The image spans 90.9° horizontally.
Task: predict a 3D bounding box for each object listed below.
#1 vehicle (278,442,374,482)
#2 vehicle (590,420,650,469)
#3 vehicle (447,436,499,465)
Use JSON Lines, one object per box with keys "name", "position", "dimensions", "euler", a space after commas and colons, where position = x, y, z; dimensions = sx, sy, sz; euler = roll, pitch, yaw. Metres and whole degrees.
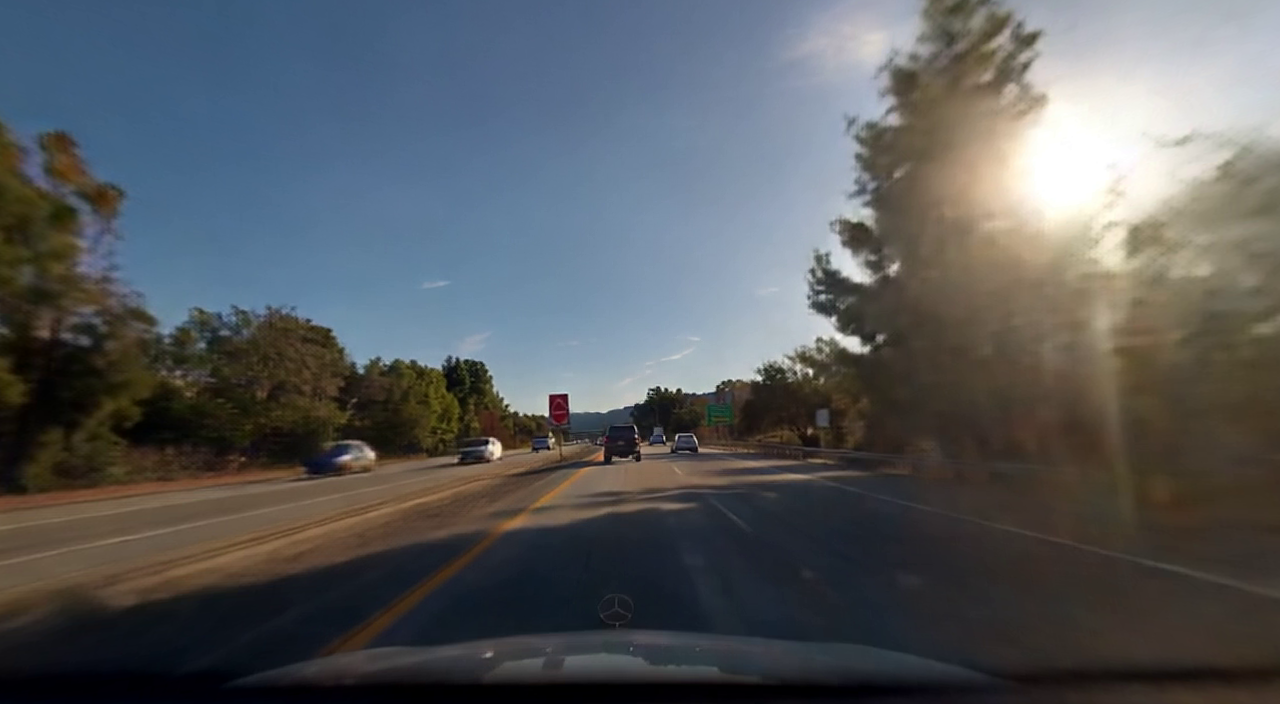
{"name": "vehicle", "position": [-13.486, 4.712, 27.362], "dimensions": [2.098, 1.554, 4.068], "euler": [0, -8, -1]}
{"name": "vehicle", "position": [-0.905, 4.219, 28.951], "dimensions": [2.503, 2.044, 4.633], "euler": [0, -8, -1]}
{"name": "vehicle", "position": [-9.641, 5.687, 36.673], "dimensions": [1.939, 1.568, 4.109], "euler": [0, -8, 0]}
